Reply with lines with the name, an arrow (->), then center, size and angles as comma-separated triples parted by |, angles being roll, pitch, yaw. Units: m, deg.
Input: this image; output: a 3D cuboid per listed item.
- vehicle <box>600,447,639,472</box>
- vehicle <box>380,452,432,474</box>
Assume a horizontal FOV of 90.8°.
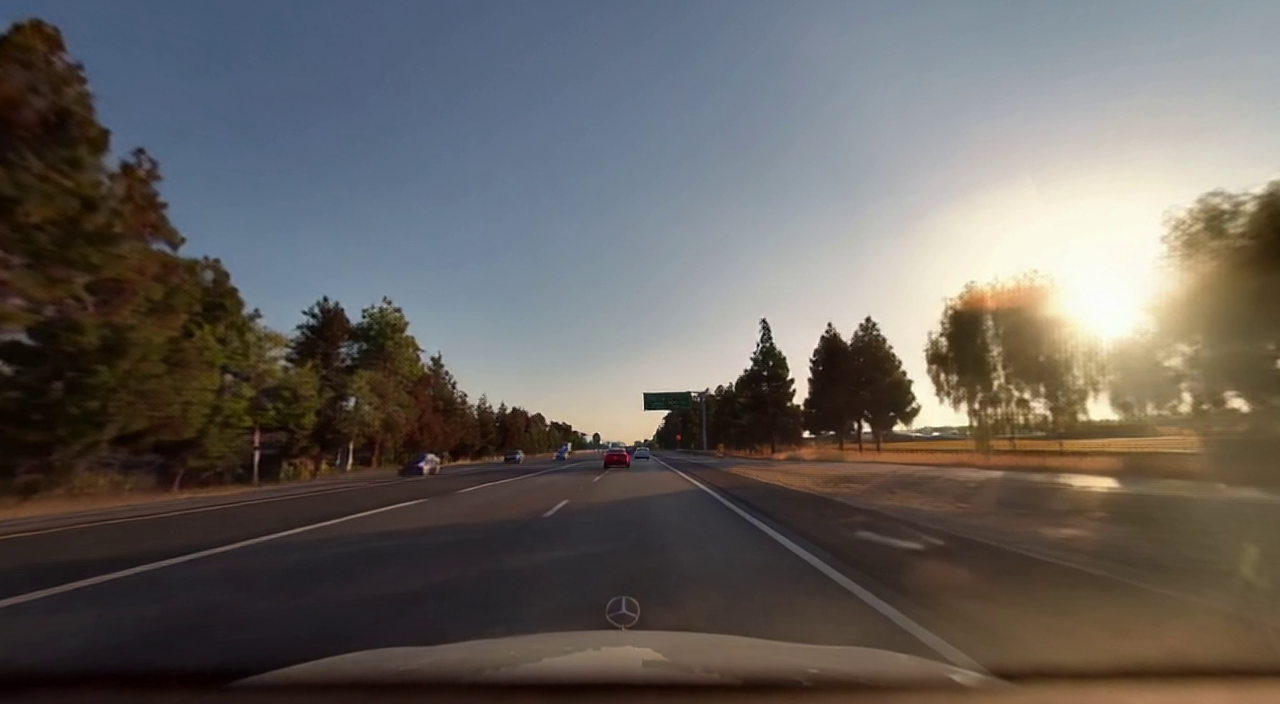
vehicle -> -1.213, 6.683, 39.517 | 2.170, 1.451, 4.584 | 0, -8, 1
vehicle -> -16.408, 7.779, 44.456 | 2.007, 1.444, 4.190 | 0, -9, 2
